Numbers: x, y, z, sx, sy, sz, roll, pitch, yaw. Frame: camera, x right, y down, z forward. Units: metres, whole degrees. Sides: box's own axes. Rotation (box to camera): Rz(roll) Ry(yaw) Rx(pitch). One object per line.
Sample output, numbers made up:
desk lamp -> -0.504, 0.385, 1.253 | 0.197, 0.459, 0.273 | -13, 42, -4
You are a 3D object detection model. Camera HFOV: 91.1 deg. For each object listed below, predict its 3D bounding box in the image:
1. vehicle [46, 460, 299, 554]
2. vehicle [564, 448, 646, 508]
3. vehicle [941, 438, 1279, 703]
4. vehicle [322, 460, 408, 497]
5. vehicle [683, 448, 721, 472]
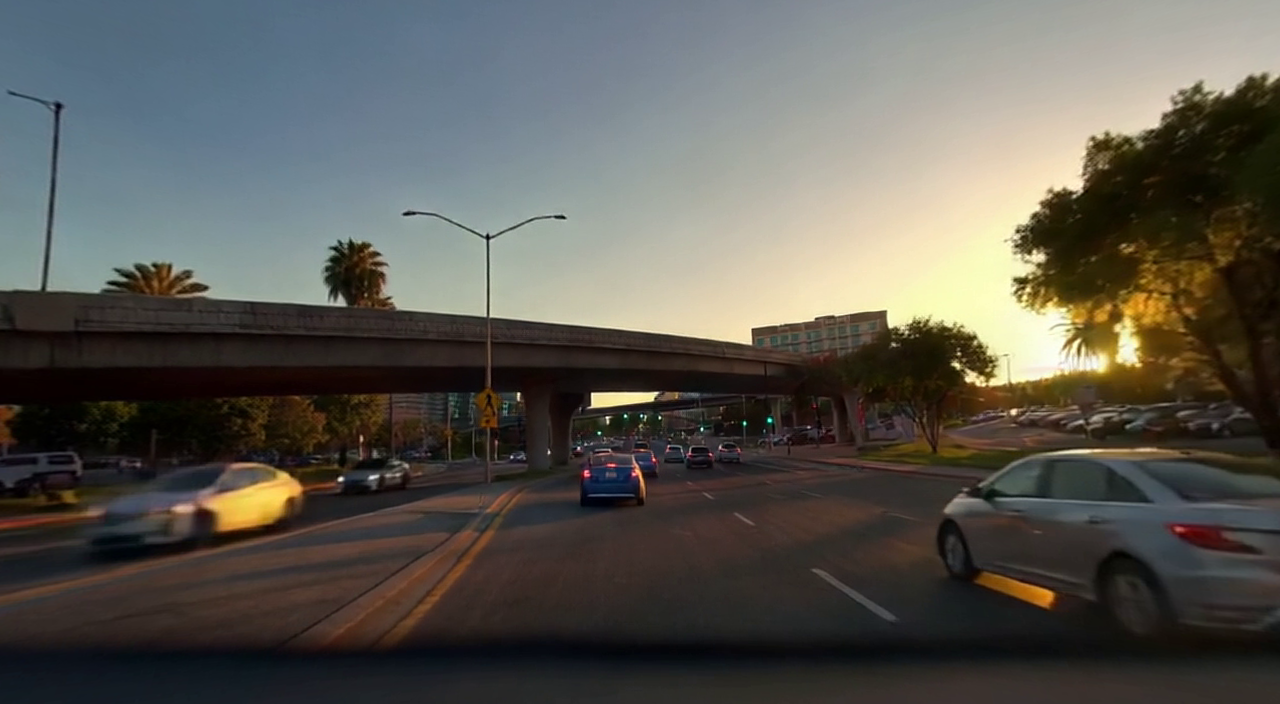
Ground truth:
vehicle -> -9.469, 3.123, 13.350 | 1.937, 1.521, 4.523 | 0, -9, -1
vehicle -> -0.988, 3.560, 18.264 | 2.111, 1.506, 4.018 | 0, -9, -3
vehicle -> 4.152, 1.318, 4.291 | 2.156, 1.404, 4.120 | 0, -9, 1
vehicle -> -12.986, 5.980, 30.015 | 1.963, 1.518, 4.822 | 0, -9, -1
vehicle -> 4.089, 7.189, 42.067 | 2.119, 1.509, 4.495 | 0, -9, 0
